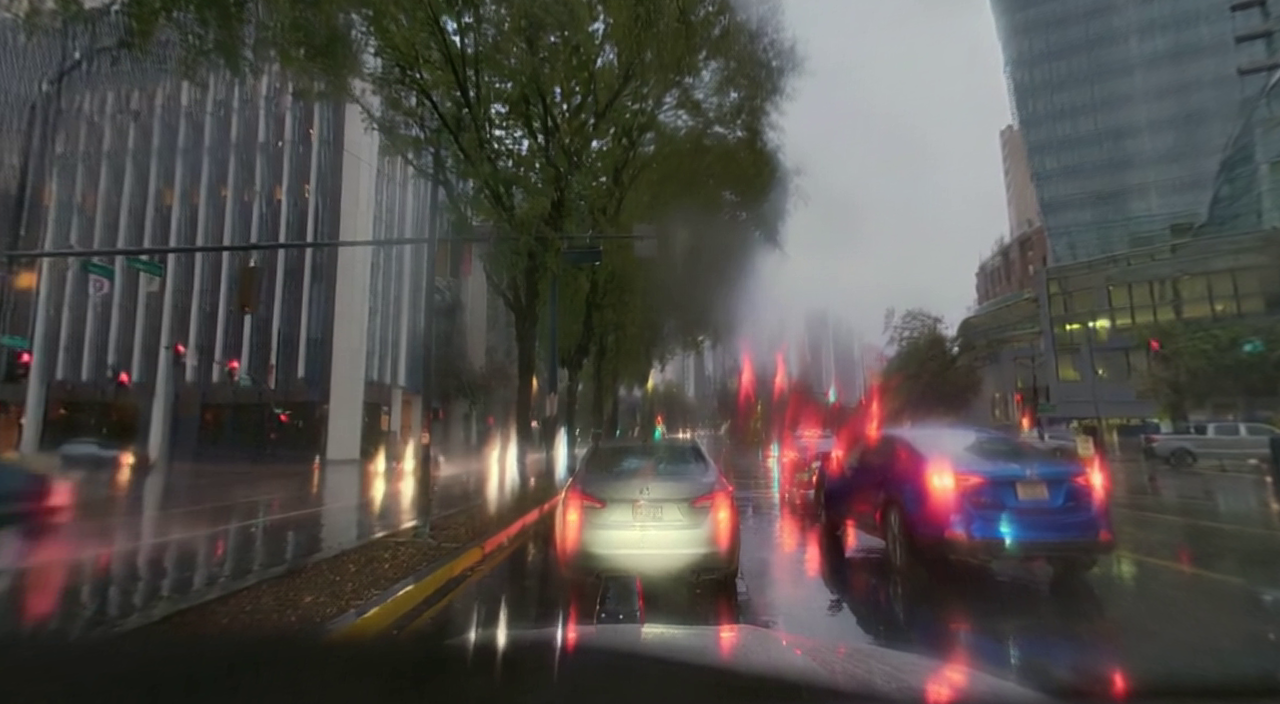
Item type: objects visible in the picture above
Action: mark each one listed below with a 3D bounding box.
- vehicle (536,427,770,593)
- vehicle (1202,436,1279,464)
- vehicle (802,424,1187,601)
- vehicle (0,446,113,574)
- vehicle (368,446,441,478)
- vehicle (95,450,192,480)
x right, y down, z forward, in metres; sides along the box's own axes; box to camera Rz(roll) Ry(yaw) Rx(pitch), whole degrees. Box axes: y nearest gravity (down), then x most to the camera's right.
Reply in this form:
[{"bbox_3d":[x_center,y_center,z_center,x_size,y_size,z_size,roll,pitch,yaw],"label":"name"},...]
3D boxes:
[{"bbox_3d":[0.094,1.726,7.733,2.087,1.468,4.014,0,-9,-1],"label":"vehicle"},{"bbox_3d":[35.225,5.582,36.142,4.190,1.535,1.998,0,-9,-1],"label":"vehicle"},{"bbox_3d":[3.629,1.724,7.737,2.018,1.491,4.544,0,-9,-1],"label":"vehicle"},{"bbox_3d":[-8.468,1.706,6.495,2.090,1.475,4.616,0,-9,1],"label":"vehicle"},{"bbox_3d":[-11.764,5.500,31.844,1.922,1.466,4.422,0,-9,1],"label":"vehicle"},{"bbox_3d":[-26.686,6.062,34.051,3.657,1.528,1.783,1,-9,-3],"label":"vehicle"}]
